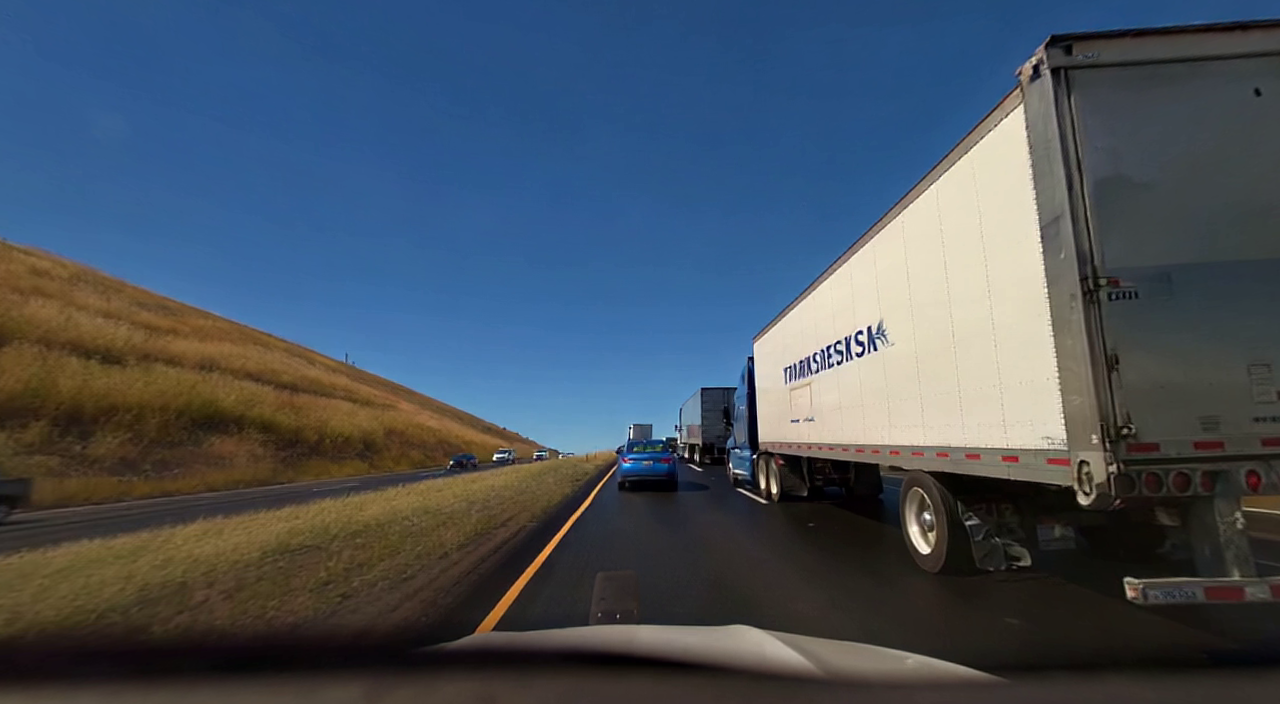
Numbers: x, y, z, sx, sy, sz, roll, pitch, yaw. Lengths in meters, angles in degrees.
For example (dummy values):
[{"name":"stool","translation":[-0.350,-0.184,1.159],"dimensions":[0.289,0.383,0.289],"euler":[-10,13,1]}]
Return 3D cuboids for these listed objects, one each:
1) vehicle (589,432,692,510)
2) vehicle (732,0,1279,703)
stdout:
[{"name":"vehicle","translation":[0.008,2.616,14.376],"dimensions":[2.045,1.507,3.763],"euler":[-1,-8,0]},{"name":"vehicle","translation":[4.430,0.564,10.500],"dimensions":[3.410,4.438,14.410],"euler":[-1,-8,-1]}]
